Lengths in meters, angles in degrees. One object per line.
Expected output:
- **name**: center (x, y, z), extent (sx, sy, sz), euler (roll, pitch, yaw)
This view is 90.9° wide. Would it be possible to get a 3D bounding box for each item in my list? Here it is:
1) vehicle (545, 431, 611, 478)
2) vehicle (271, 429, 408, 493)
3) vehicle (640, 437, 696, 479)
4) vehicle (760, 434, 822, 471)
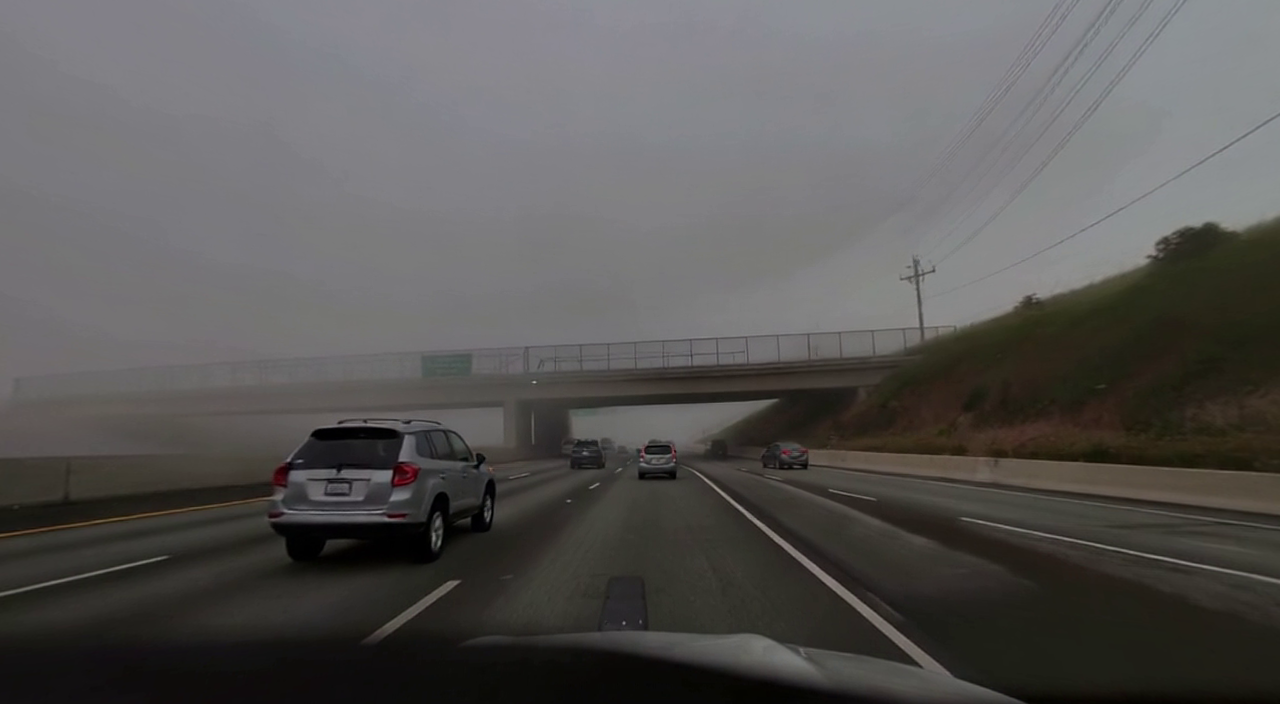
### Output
- **vehicle**: center (-2.631, 4.515, 27.998), extent (2.228, 1.845, 4.847), euler (-1, -8, 2)
- **vehicle**: center (-8.944, 3.284, 19.336), extent (2.062, 1.702, 4.587), euler (0, -8, -2)
- **vehicle**: center (1.137, 4.467, 26.803), extent (2.193, 1.651, 3.946), euler (0, -8, 1)
- **vehicle**: center (8.528, 5.736, 36.063), extent (2.059, 1.938, 4.793), euler (0, -8, -4)
